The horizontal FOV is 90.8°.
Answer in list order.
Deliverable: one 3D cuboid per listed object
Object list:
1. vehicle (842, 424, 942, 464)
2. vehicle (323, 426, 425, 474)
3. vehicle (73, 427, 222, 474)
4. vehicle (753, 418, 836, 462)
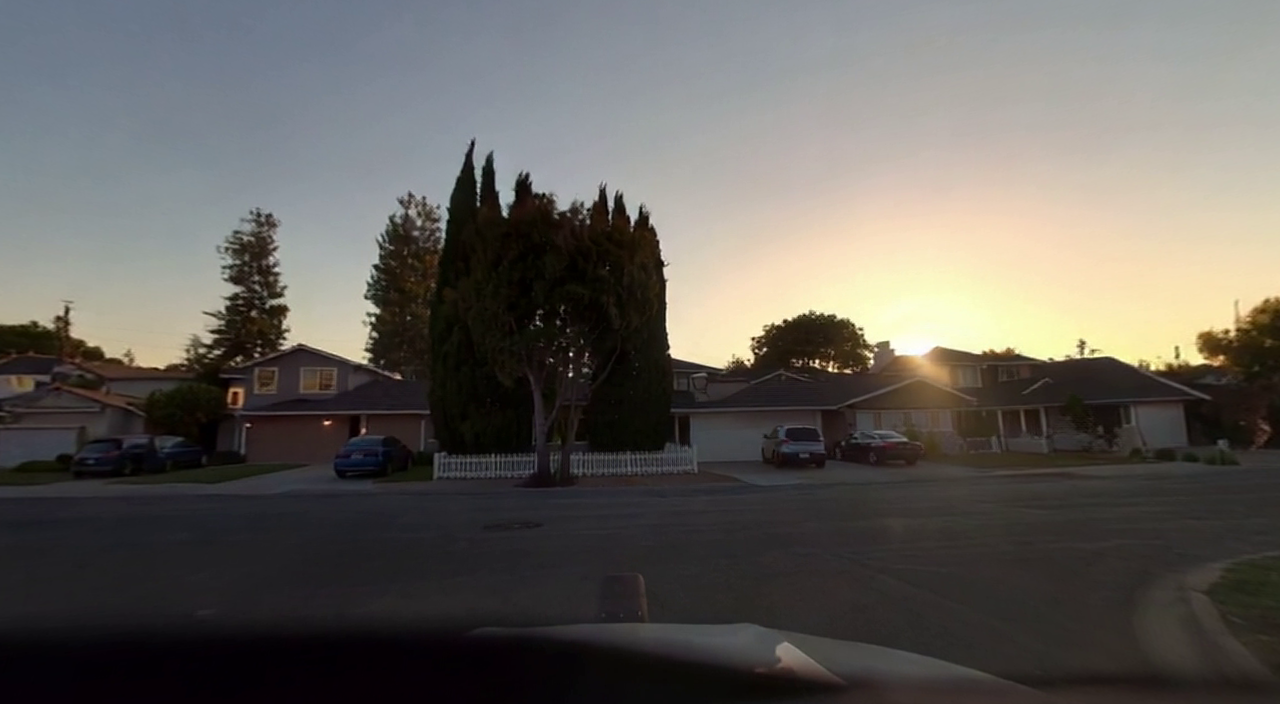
[{"bbox_3d":[10.539,3.916,26.771,1.873,1.556,4.216,2,-9,-11],"label":"vehicle"},{"bbox_3d":[-10.028,3.762,24.292,1.942,1.651,4.655,0,-9,-1],"label":"vehicle"},{"bbox_3d":[-19.600,3.973,25.436,1.942,1.700,4.478,-1,-9,9],"label":"vehicle"},{"bbox_3d":[6.511,3.826,27.152,1.937,1.731,4.179,2,-9,-10],"label":"vehicle"}]
